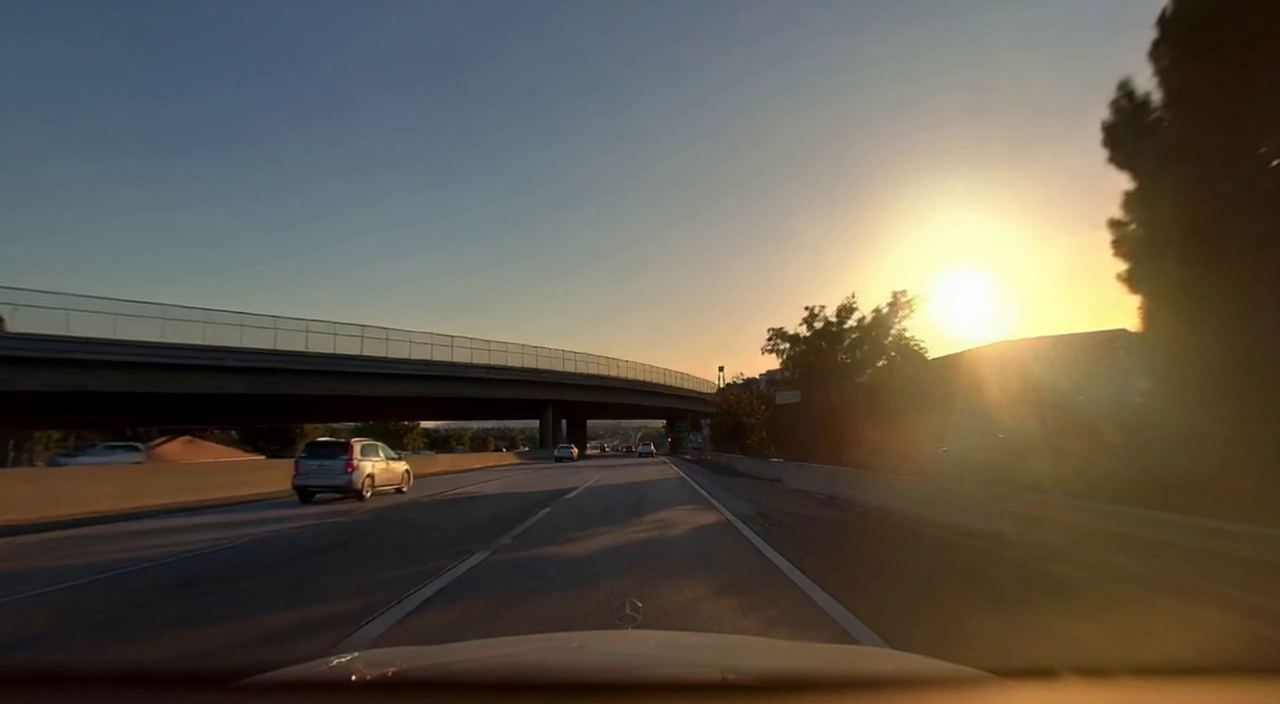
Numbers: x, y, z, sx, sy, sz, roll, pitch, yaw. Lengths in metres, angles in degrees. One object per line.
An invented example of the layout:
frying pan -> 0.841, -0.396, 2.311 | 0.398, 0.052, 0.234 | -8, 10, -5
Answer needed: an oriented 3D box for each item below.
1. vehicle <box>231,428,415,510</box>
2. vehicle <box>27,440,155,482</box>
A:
vehicle -> -7.322, 2.744, 15.243 | 2.088, 1.678, 4.426 | 0, -8, 1
vehicle -> -28.485, 5.650, 33.029 | 2.080, 1.998, 5.075 | 0, -8, 0
